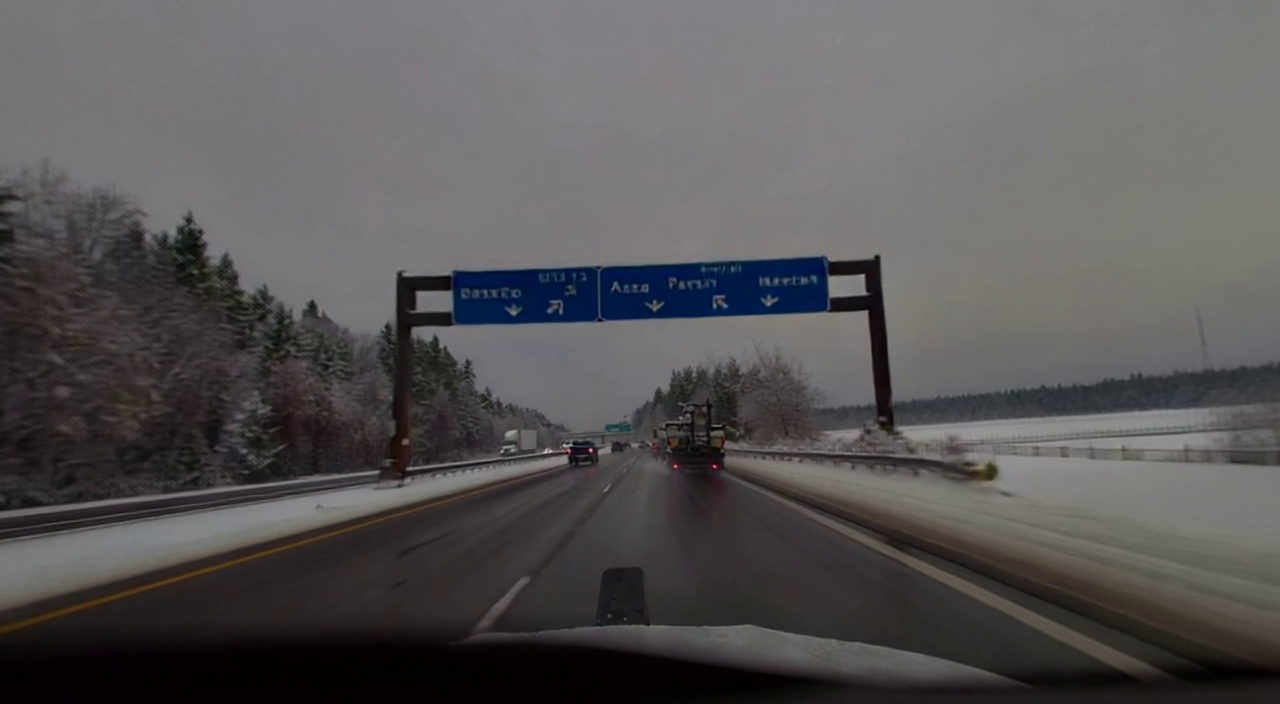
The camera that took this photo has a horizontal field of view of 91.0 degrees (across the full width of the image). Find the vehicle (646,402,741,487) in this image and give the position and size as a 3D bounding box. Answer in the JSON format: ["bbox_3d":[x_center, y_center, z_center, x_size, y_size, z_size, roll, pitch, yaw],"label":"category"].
[{"bbox_3d":[1.567,3.114,21.280,2.677,2.439,6.402,0,-8,0],"label":"vehicle"}]
